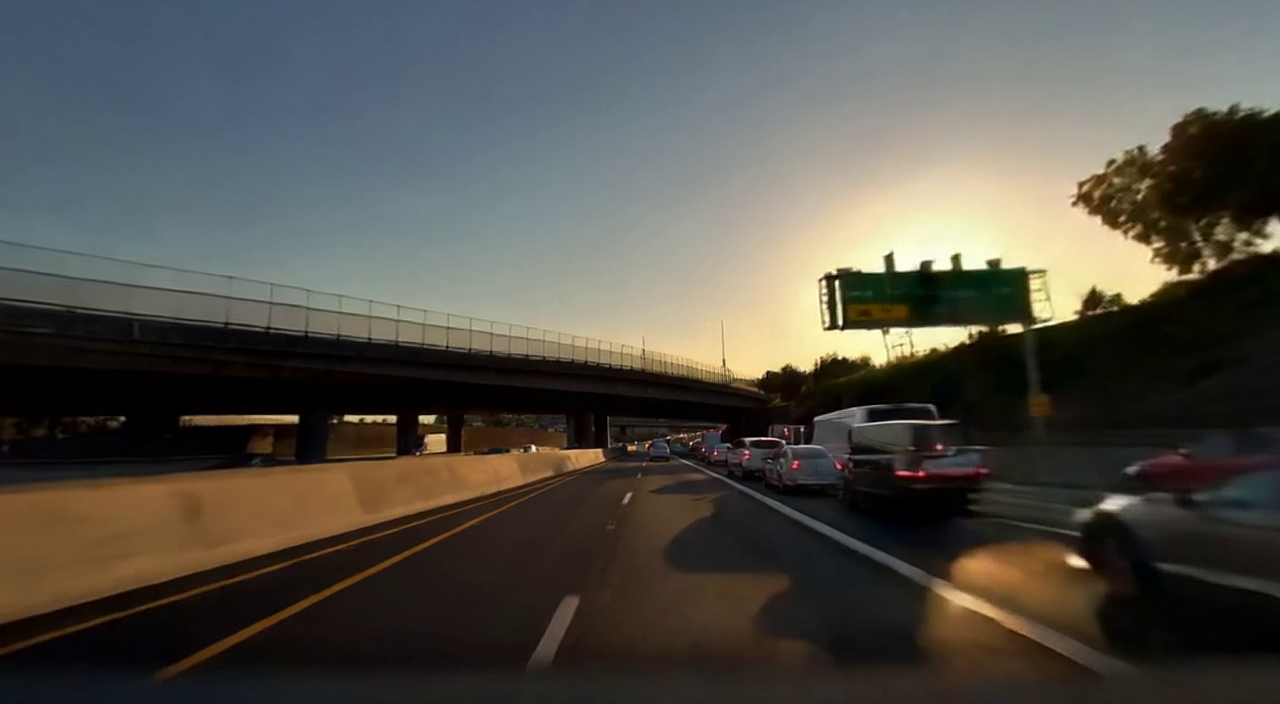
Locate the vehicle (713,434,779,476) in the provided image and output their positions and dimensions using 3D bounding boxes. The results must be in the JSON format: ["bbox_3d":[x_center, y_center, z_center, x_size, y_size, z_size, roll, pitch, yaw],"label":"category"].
[{"bbox_3d":[4.924,4.874,30.147,2.201,1.804,4.801,0,-8,-1],"label":"vehicle"}]

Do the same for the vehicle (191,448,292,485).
[{"bbox_3d":[-19.695,5.624,31.497,1.953,1.680,4.506,0,-8,2],"label":"vehicle"}]

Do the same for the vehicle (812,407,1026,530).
[{"bbox_3d":[5.047,2.189,12.401,1.991,1.921,4.879,0,-8,1],"label":"vehicle"}]

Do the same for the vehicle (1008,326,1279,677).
[{"bbox_3d":[4.714,0.859,3.658,2.191,1.963,5.001,0,-8,1],"label":"vehicle"}]

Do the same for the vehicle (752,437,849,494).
[{"bbox_3d":[4.737,3.390,19.246,1.950,1.529,3.884,0,-8,1],"label":"vehicle"}]
